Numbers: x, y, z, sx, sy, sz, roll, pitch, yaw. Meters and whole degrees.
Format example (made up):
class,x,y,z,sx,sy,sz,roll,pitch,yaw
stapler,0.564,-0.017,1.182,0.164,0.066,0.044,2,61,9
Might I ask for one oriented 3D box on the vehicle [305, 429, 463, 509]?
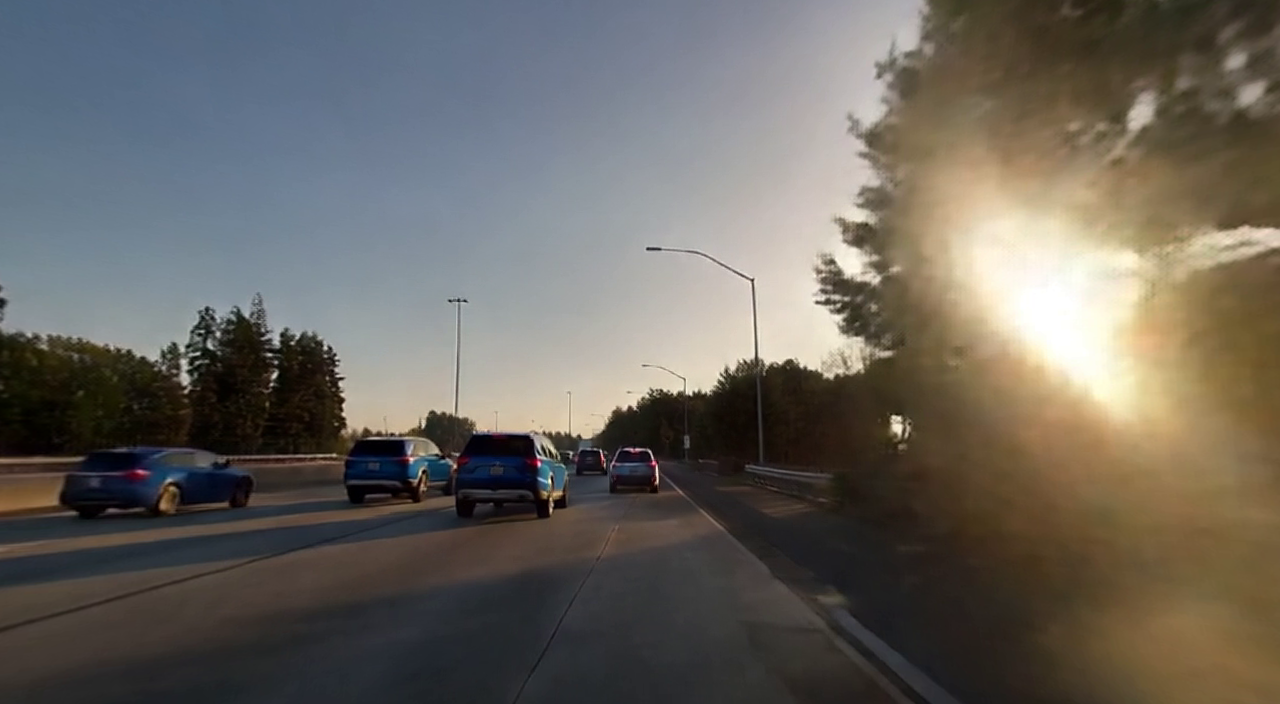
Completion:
class,x,y,z,sx,sy,sz,roll,pitch,yaw
vehicle,-6.547,3.043,16.837,2.162,1.823,4.566,0,-9,2

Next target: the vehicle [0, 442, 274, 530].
class,x,y,z,sx,sy,sz,roll,pitch,yaw
vehicle,-10.085,2.631,13.040,2.126,1.480,4.589,0,-9,2

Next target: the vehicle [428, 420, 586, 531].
class,x,y,z,sx,sy,sz,roll,pitch,yaw
vehicle,-2.374,2.353,12.486,2.123,1.798,4.108,0,-9,2

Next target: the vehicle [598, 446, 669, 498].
class,x,y,z,sx,sy,sz,roll,pitch,yaw
vehicle,-0.172,3.799,20.386,2.068,1.488,4.045,0,-9,0
